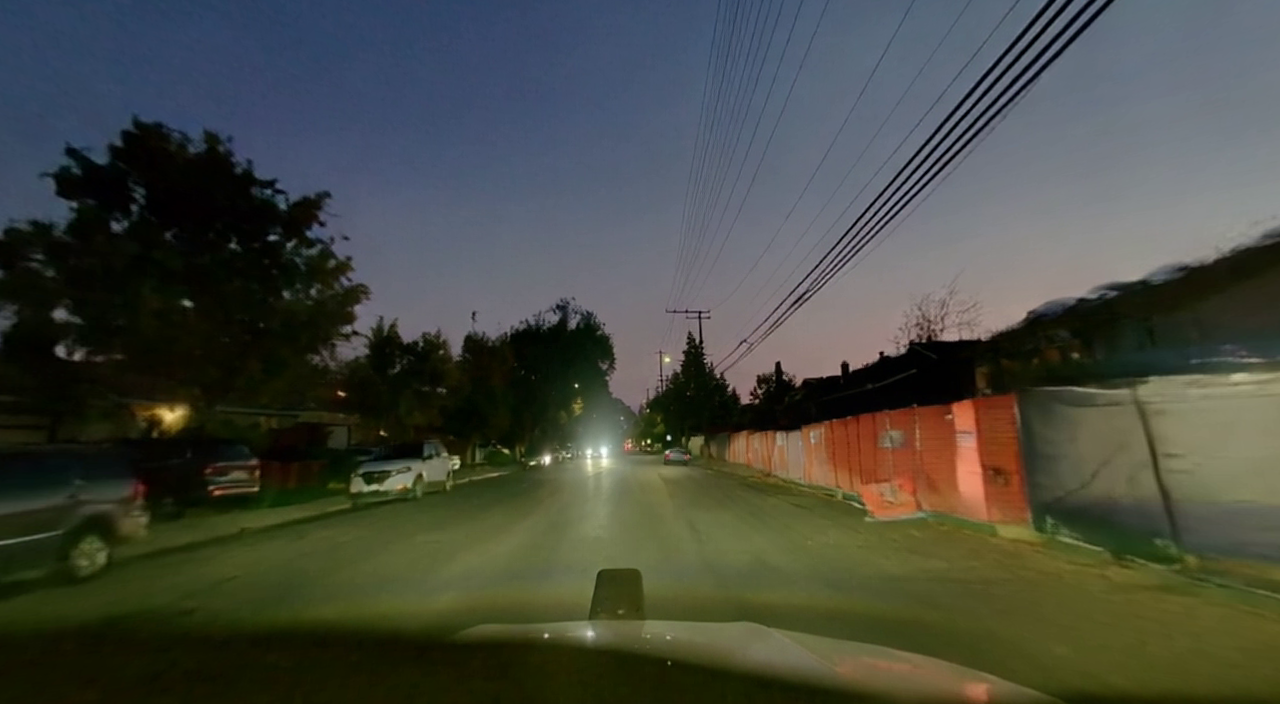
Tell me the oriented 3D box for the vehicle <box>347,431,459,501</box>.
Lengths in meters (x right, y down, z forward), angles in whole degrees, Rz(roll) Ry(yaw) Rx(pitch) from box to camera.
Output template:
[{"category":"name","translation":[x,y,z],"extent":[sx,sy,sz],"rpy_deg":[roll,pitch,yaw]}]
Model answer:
[{"category":"vehicle","translation":[-6.878,3.362,18.833],"extent":[1.932,1.743,4.079],"rpy_deg":[-2,-9,-3]}]

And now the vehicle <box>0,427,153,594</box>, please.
[{"category":"vehicle","translation":[-7.694,1.611,6.228],"extent":[2.019,1.723,4.650],"rpy_deg":[0,-8,1]}]

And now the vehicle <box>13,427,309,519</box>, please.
[{"category":"vehicle","translation":[-10.480,2.663,14.169],"extent":[4.872,1.844,2.095],"rpy_deg":[0,-8,0]}]

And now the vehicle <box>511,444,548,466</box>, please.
[{"category":"vehicle","translation":[-8.200,7.707,47.280],"extent":[2.041,1.480,4.474],"rpy_deg":[-2,-9,-2]}]
